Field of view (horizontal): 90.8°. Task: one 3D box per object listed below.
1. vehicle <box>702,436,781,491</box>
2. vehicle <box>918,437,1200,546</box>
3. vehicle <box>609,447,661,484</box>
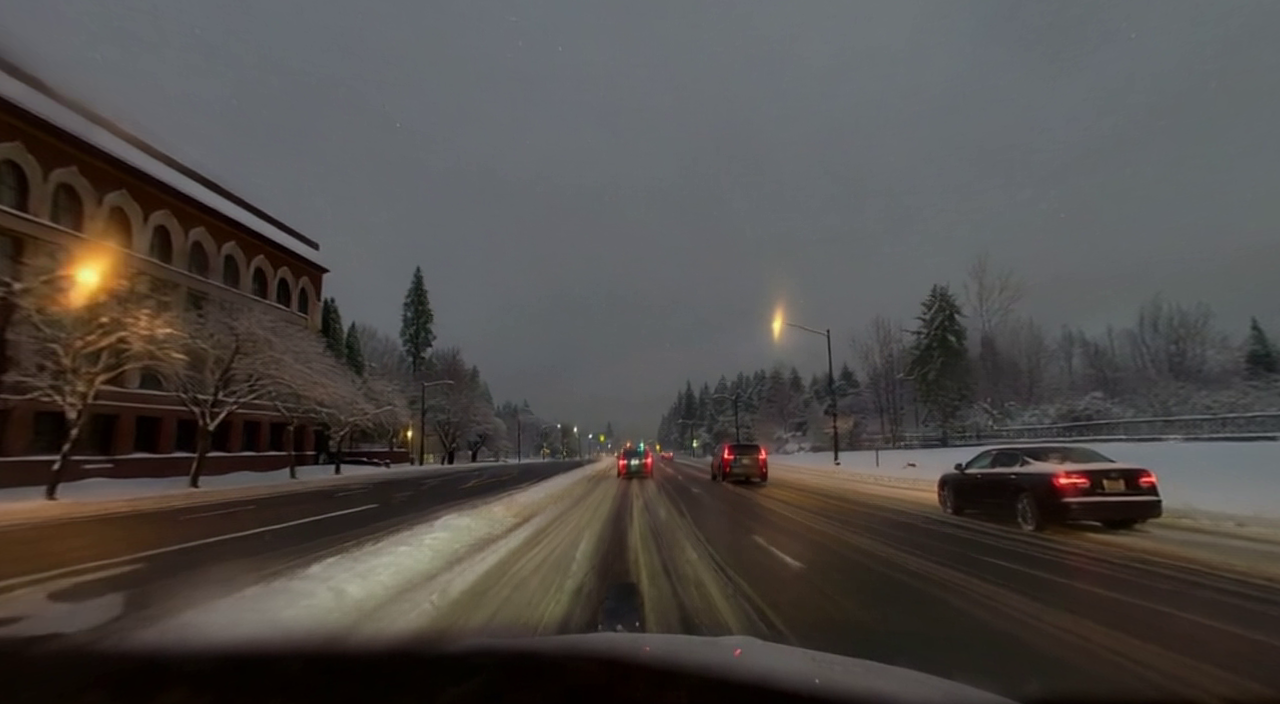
[{"bbox_3d":[3.543,3.967,22.834,2.036,1.757,4.300,0,-9,-1],"label":"vehicle"},{"bbox_3d":[6.760,2.259,10.931,1.868,1.472,4.274,0,-9,-1],"label":"vehicle"},{"bbox_3d":[-0.213,4.767,26.849,2.054,1.446,3.969,0,-9,-1],"label":"vehicle"}]
